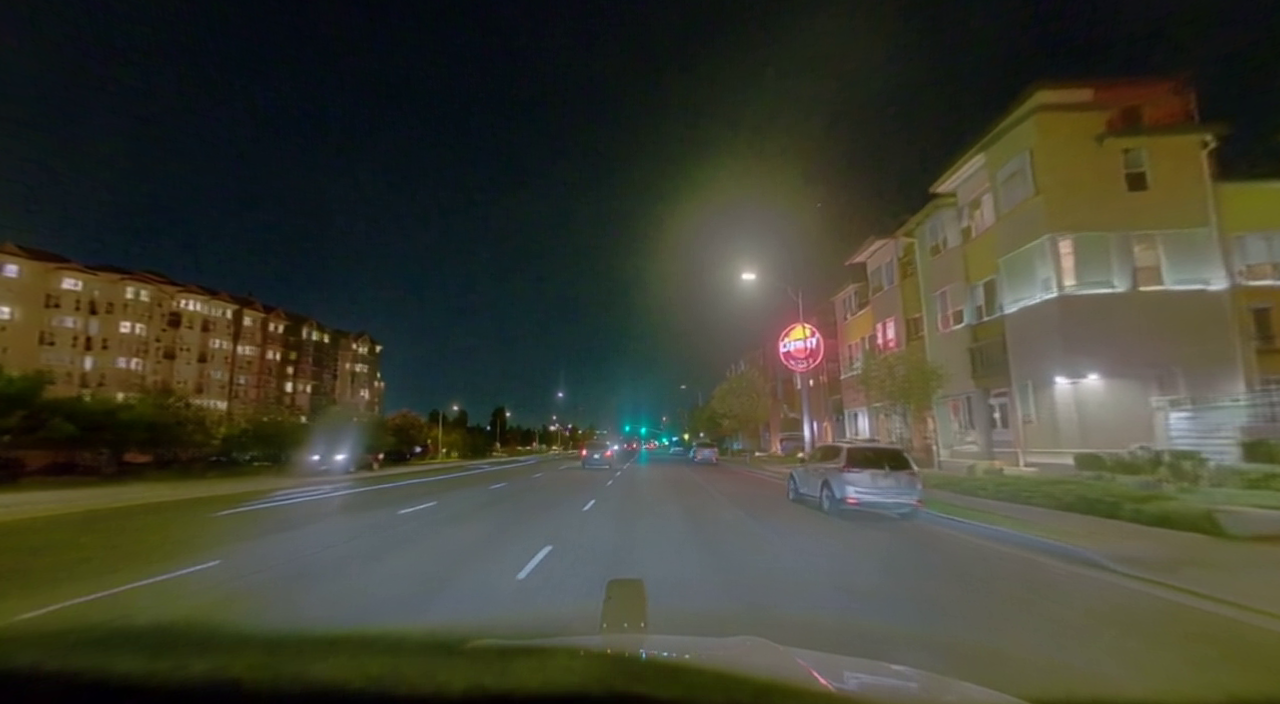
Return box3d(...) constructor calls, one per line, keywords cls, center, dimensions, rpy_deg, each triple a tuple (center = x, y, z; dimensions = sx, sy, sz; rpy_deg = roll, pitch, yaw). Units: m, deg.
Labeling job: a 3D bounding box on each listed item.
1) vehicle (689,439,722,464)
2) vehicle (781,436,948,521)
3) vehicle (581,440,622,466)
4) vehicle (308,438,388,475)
box3d(cls="vehicle", center=(4.861, 7.438, 47.340), dimensions=(2.067, 1.755, 4.616), rpy_deg=(0, -8, 1))
box3d(cls="vehicle", center=(4.570, 2.622, 13.678), dimensions=(2.025, 1.500, 4.465), rpy_deg=(0, -8, 1))
box3d(cls="vehicle", center=(-2.381, 6.372, 40.006), dimensions=(2.176, 1.543, 4.335), rpy_deg=(0, -8, 1))
box3d(cls="vehicle", center=(-14.512, 5.204, 31.617), dimensions=(1.973, 1.742, 4.024), rpy_deg=(0, -8, 1))
